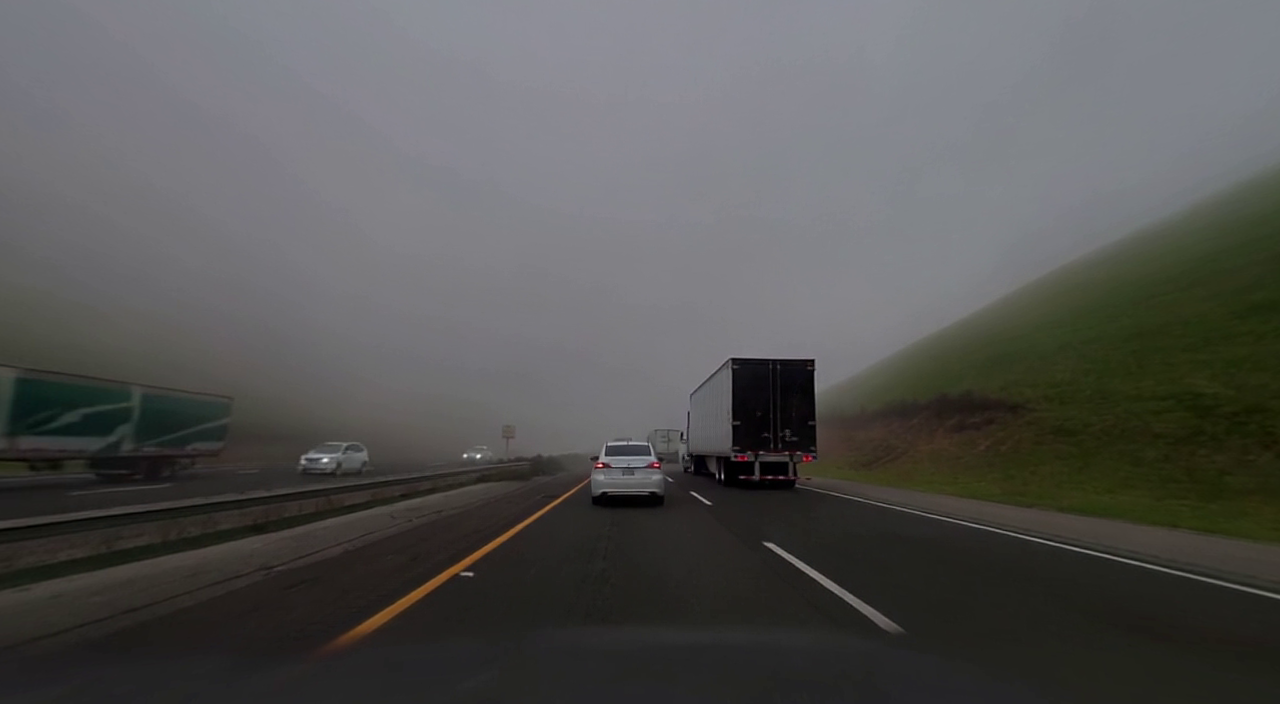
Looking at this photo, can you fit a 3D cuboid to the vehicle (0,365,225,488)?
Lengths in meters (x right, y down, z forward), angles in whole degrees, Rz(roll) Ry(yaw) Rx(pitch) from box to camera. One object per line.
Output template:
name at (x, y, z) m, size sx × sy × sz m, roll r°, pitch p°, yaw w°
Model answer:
vehicle at (-19.632, 2.901, 23.316) m, size 2.842 × 3.712 × 8.403 m, roll 0°, pitch -9°, yaw 0°

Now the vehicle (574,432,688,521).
vehicle at (-0.196, 2.622, 13.740) m, size 2.109 × 1.639 × 3.768 m, roll 0°, pitch -9°, yaw -1°

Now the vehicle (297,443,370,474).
vehicle at (-15.895, 5.560, 32.955) m, size 1.834 × 1.485 × 3.962 m, roll 0°, pitch -9°, yaw -1°

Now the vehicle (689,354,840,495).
vehicle at (4.076, 3.133, 25.017) m, size 2.812 × 4.024 × 14.098 m, roll 0°, pitch -9°, yaw -1°
